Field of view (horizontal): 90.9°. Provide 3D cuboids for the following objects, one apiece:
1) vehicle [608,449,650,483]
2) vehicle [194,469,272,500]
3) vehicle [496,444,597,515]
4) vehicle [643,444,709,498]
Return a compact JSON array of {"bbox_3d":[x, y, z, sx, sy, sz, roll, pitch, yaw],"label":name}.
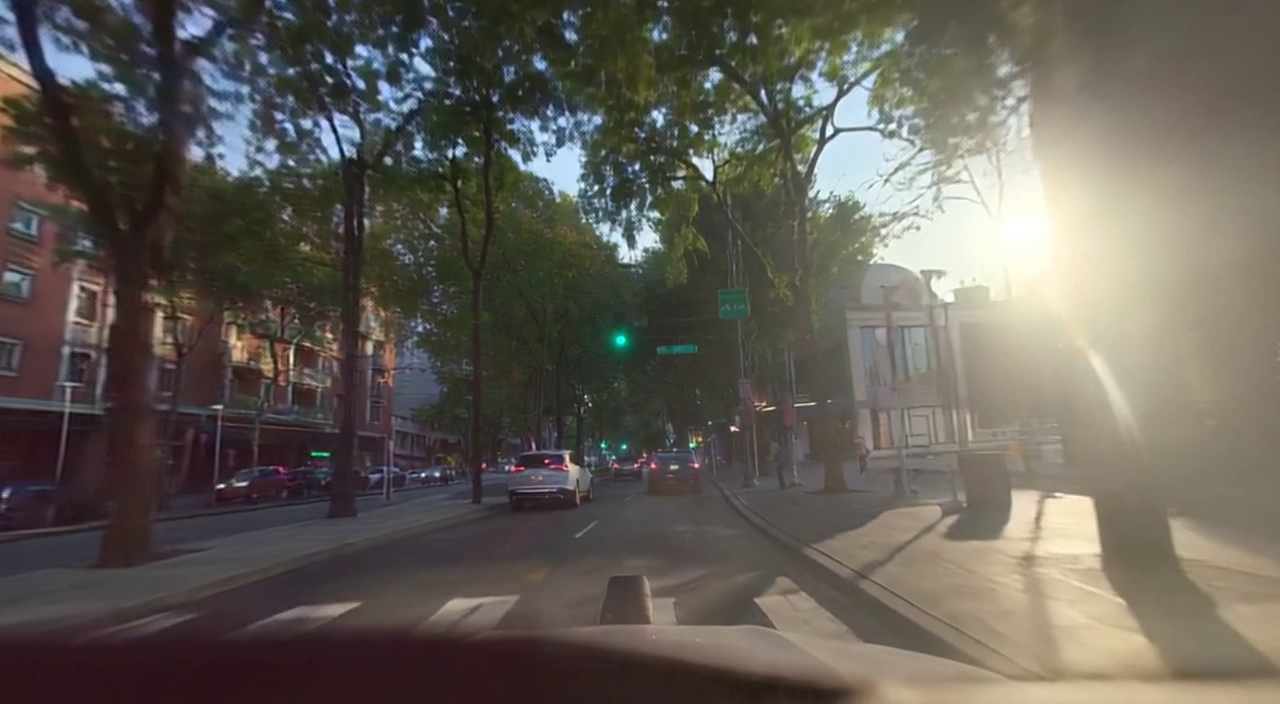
[{"bbox_3d":[-0.592,6.767,37.812,2.220,1.847,4.587,-1,-9,3],"label":"vehicle"},{"bbox_3d":[-27.798,9.031,43.256,2.045,1.799,4.945,0,-9,0],"label":"vehicle"},{"bbox_3d":[-2.425,3.415,17.378,1.940,1.722,3.823,-1,-9,4],"label":"vehicle"},{"bbox_3d":[1.249,4.194,22.629,2.120,1.758,3.917,-1,-9,2],"label":"vehicle"}]
